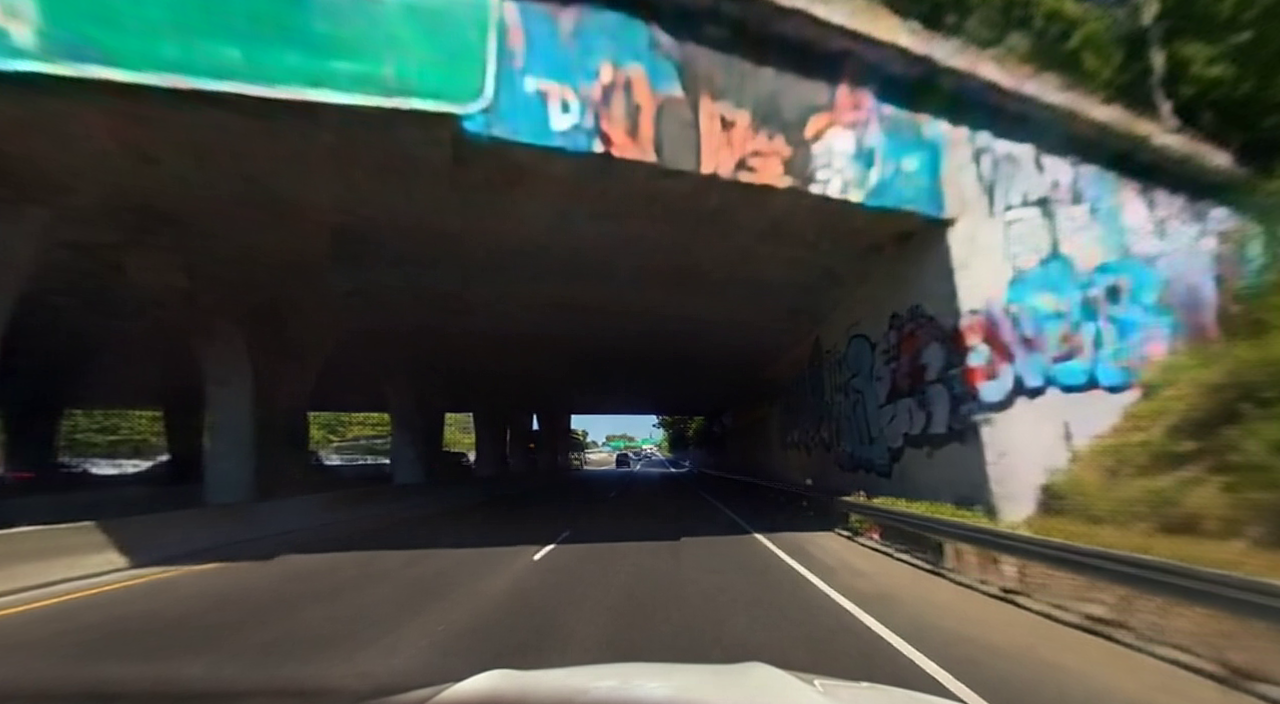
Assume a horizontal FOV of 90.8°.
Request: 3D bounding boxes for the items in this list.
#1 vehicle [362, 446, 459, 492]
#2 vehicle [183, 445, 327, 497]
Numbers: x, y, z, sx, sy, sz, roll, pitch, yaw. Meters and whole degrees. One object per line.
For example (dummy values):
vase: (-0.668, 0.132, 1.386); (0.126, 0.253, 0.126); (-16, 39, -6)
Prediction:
vehicle: (-8.856, 4.520, 24.848); (1.979, 1.600, 4.516); (0, -8, 2)
vehicle: (-13.361, 4.119, 22.333); (2.059, 1.615, 4.688); (0, -8, 1)
